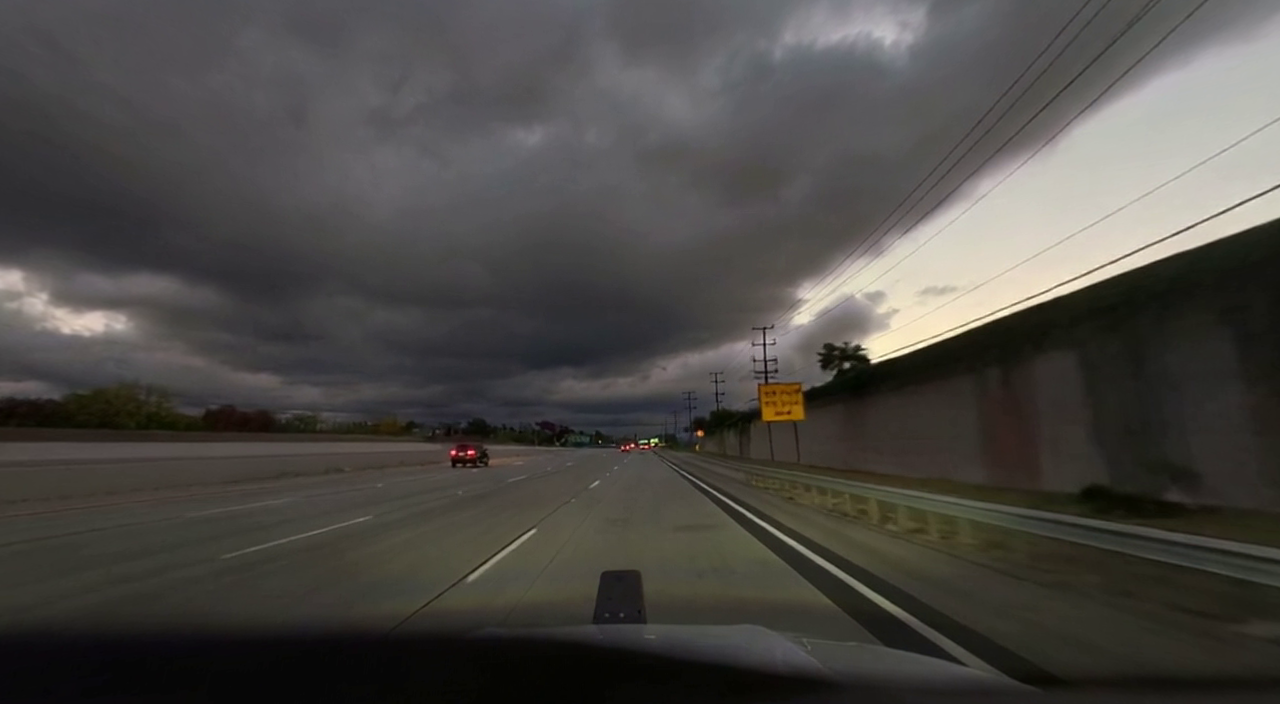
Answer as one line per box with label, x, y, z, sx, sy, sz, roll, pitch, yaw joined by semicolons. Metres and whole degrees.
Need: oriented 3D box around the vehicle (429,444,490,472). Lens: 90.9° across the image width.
vehicle;-10.143;5.980;35.844;2.056;1.476;4.562;0;-8;1
